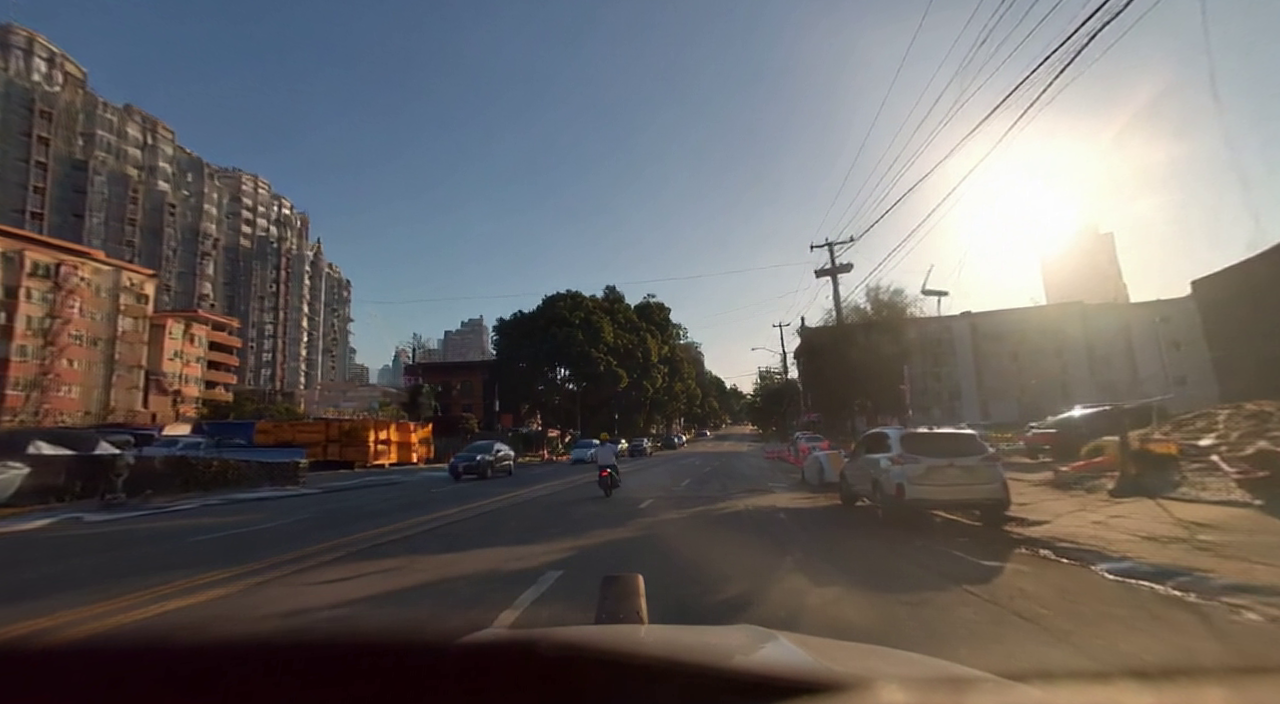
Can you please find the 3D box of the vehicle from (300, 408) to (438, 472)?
[{"bbox_3d":[-14.864,5.000,35.791,2.990,3.144,9.080,-1,-8,6],"label":"vehicle"}]

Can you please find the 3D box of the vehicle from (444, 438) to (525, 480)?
[{"bbox_3d":[-7.083,4.900,29.326,2.053,1.771,4.684,-1,-8,7],"label":"vehicle"}]

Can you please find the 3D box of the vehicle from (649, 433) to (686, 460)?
[{"bbox_3d":[2.179,7.212,48.238,2.295,1.929,5.498,-1,-8,8],"label":"vehicle"}]

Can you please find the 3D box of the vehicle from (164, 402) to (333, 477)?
[{"bbox_3d":[-20.704,4.709,34.345,3.283,3.441,8.669,-2,-7,4],"label":"vehicle"}]

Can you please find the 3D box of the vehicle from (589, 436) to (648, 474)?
[{"bbox_3d":[-0.876,4.615,28.559,1.925,1.602,4.090,-1,-8,9],"label":"vehicle"}]

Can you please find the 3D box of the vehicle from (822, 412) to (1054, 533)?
[{"bbox_3d":[5.307,2.228,12.357,2.387,1.820,5.286,-1,-8,6],"label":"vehicle"}]

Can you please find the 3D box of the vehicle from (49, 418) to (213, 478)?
[{"bbox_3d":[-27.258,5.172,34.303,2.933,2.907,6.416,-2,-8,9],"label":"vehicle"}]

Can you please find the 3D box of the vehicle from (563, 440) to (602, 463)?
[{"bbox_3d":[-4.207,7.450,47.106,2.105,1.509,4.753,-3,-11,4],"label":"vehicle"}]
